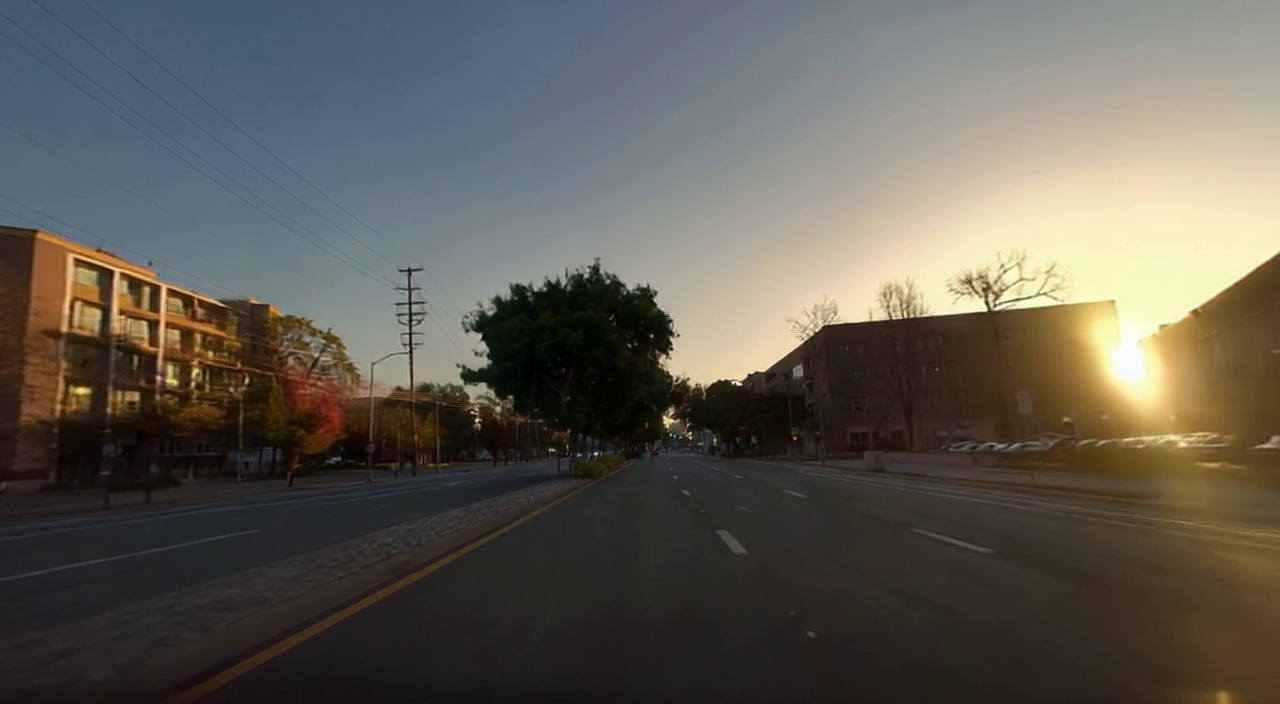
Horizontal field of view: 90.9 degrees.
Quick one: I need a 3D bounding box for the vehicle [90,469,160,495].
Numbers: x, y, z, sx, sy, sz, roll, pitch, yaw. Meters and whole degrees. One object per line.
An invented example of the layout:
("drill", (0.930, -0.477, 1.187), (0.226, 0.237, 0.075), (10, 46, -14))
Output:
("vehicle", (-36.837, 9.309, 45.222), (1.736, 1.540, 3.854), (0, -8, 0))
